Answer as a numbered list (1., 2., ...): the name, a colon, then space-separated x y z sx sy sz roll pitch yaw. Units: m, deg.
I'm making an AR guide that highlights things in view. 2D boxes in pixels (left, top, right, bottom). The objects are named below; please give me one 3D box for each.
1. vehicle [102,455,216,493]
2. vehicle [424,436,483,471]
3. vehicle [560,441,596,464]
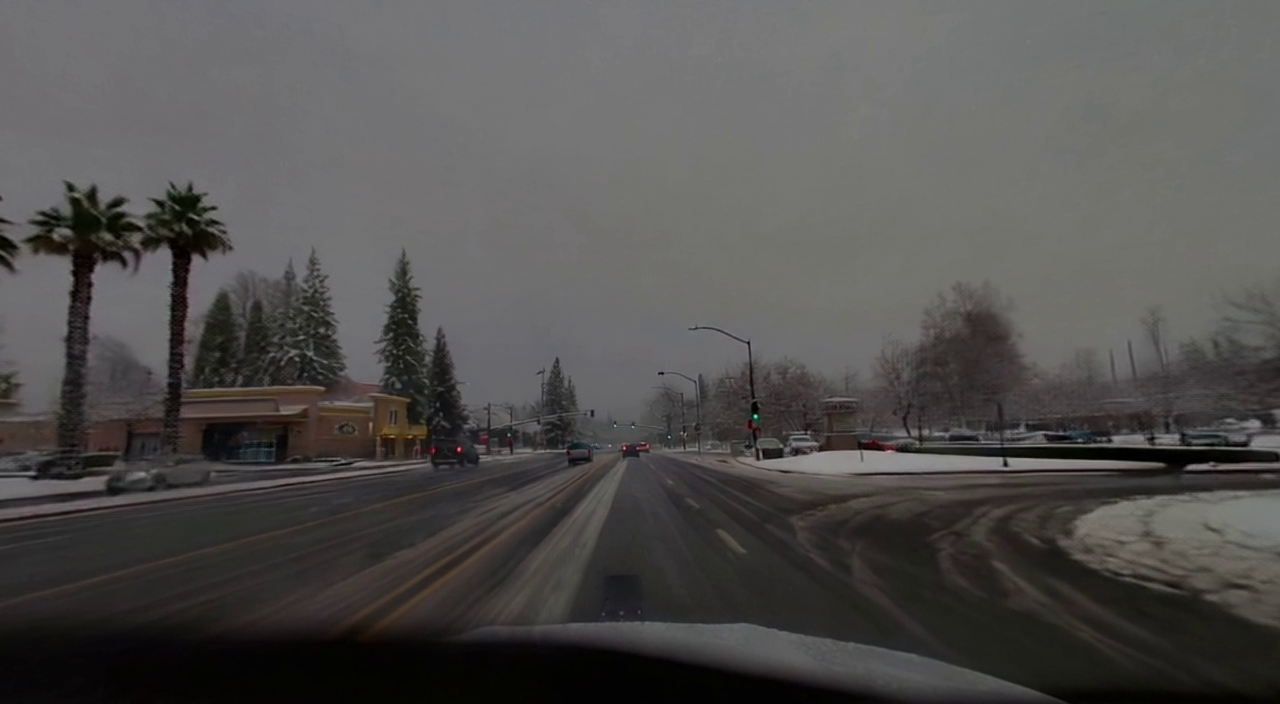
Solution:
1. vehicle: -21.766 5.499 28.814 1.852 1.526 4.262 0 -9 -1
2. vehicle: -10.105 5.547 34.553 2.022 1.746 4.406 0 -9 -2
3. vehicle: -4.185 6.902 43.356 2.181 1.483 4.123 0 -9 -2
